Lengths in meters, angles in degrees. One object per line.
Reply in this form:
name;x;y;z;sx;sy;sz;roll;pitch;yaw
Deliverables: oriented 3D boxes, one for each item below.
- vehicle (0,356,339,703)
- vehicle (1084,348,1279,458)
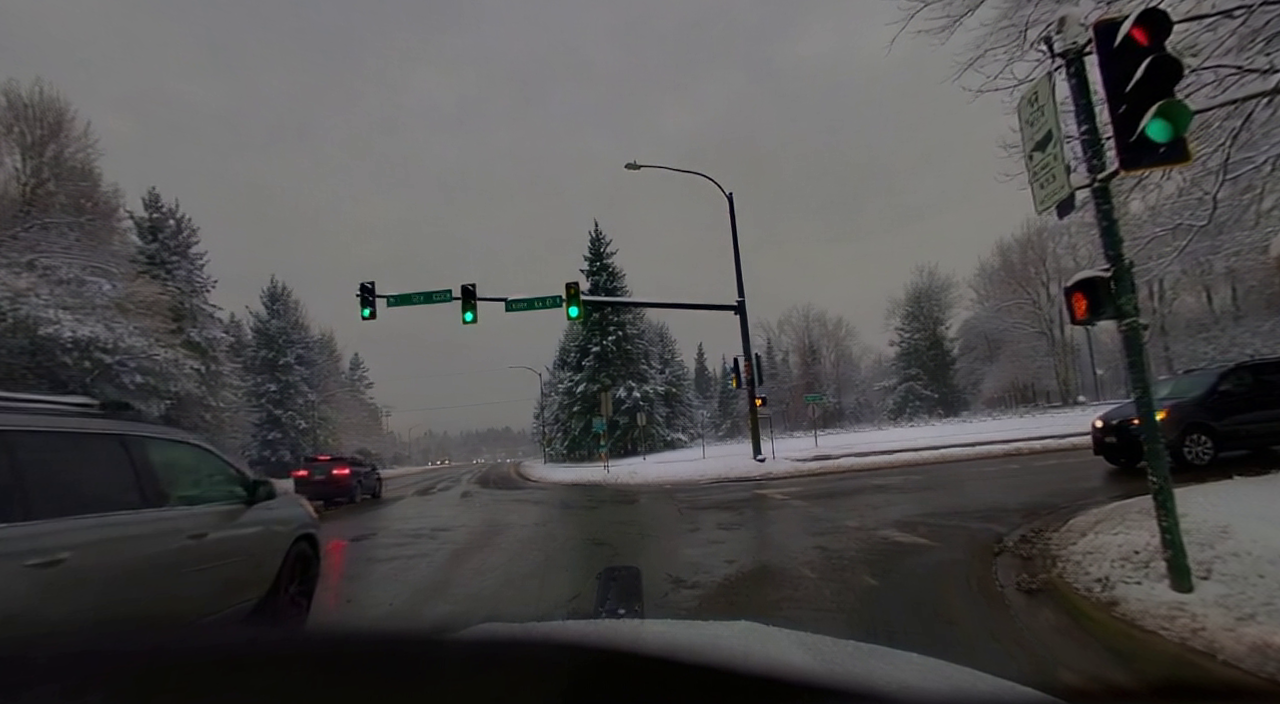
vehicle;-3.414;0.966;2.838;2.134;1.707;4.471;0;-9;-4
vehicle;10.667;1.088;11.767;1.855;1.669;4.529;-1;-9;6
